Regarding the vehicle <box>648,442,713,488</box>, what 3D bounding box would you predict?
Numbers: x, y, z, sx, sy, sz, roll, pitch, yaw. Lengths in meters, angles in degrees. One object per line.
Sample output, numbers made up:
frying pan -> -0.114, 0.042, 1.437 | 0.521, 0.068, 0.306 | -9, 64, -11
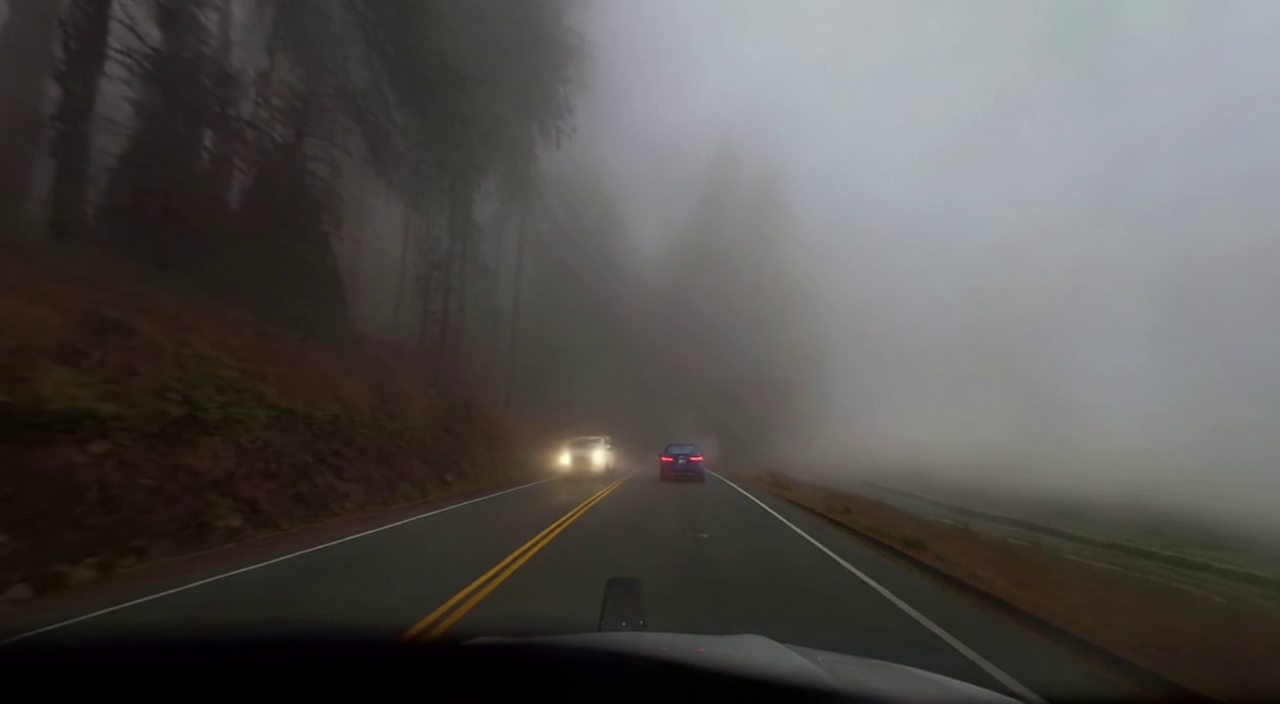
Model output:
vehicle -> 1.507, 4.311, 24.406 | 2.274, 1.583, 4.349 | 0, -8, 3

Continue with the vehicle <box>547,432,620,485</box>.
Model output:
vehicle -> -2.188, 4.296, 25.749 | 2.291, 1.975, 4.308 | -1, -8, 4
